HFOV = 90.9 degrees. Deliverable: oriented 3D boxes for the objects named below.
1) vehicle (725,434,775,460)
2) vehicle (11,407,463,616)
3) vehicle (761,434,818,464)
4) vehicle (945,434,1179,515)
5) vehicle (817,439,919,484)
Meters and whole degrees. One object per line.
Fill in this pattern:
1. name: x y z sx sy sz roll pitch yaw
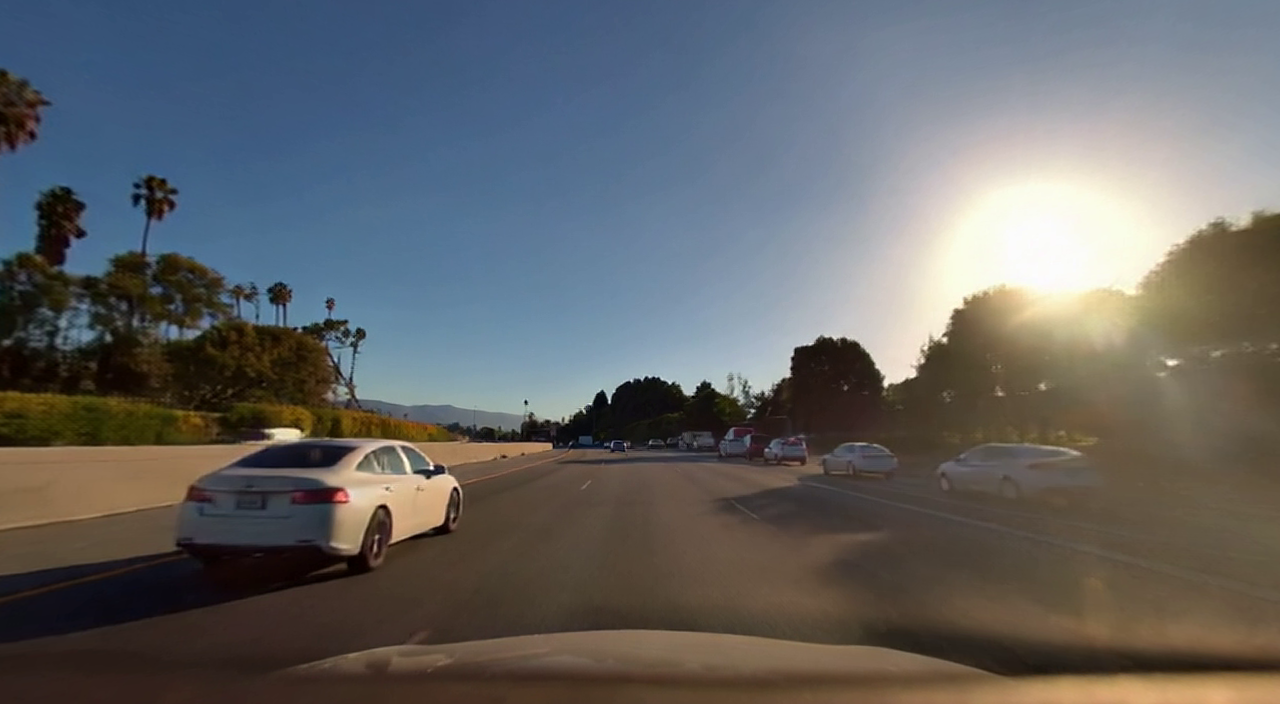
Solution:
1. vehicle: 7.598 6.664 44.350 2.345 1.637 5.558 0 -8 -2
2. vehicle: -3.609 1.495 6.858 2.109 1.536 4.174 0 -8 0
3. vehicle: 8.370 5.482 35.785 1.957 1.584 4.272 0 -8 -4
4. vehicle: 8.860 2.589 13.903 1.922 1.456 4.626 0 -8 -1
5. vehicle: 8.300 4.008 23.444 1.984 1.477 4.385 0 -8 -2
